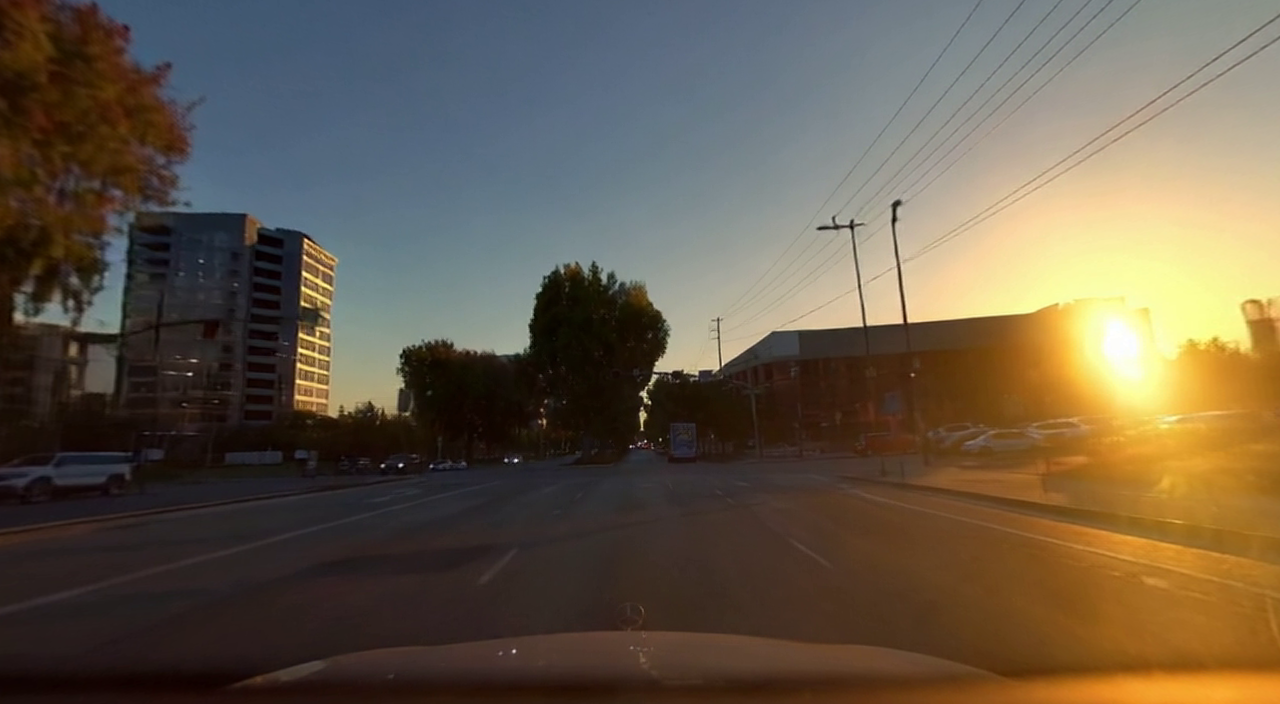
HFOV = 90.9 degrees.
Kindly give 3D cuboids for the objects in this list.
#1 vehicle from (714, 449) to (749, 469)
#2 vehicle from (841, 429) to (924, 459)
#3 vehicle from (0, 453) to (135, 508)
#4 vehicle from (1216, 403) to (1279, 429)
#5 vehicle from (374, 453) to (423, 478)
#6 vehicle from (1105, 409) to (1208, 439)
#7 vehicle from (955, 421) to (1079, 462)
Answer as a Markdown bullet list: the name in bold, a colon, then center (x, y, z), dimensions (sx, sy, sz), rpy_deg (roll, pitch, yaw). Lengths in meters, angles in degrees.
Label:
- **vehicle**: center (7.175, 8.431, 49.924), dimensions (1.919, 1.449, 4.561), rpy_deg (0, -8, -2)
- **vehicle**: center (15.323, 5.885, 40.071), dimensions (4.432, 1.523, 1.908), rpy_deg (-4, -12, 6)
- **vehicle**: center (-19.184, 4.110, 20.407), dimensions (1.958, 1.492, 4.580), rpy_deg (-4, -8, 0)
- **vehicle**: center (37.864, 3.864, 37.939), dimensions (4.444, 1.455, 1.834), rpy_deg (-1, -8, 1)
- **vehicle**: center (-18.872, 8.880, 49.513), dimensions (2.027, 1.678, 4.654), rpy_deg (-3, -8, 1)
- **vehicle**: center (31.420, 4.408, 38.475), dimensions (4.318, 1.476, 1.940), rpy_deg (-4, -9, 6)
- **vehicle**: center (17.394, 4.139, 29.292), dimensions (4.329, 1.502, 2.122), rpy_deg (-4, -4, 6)
